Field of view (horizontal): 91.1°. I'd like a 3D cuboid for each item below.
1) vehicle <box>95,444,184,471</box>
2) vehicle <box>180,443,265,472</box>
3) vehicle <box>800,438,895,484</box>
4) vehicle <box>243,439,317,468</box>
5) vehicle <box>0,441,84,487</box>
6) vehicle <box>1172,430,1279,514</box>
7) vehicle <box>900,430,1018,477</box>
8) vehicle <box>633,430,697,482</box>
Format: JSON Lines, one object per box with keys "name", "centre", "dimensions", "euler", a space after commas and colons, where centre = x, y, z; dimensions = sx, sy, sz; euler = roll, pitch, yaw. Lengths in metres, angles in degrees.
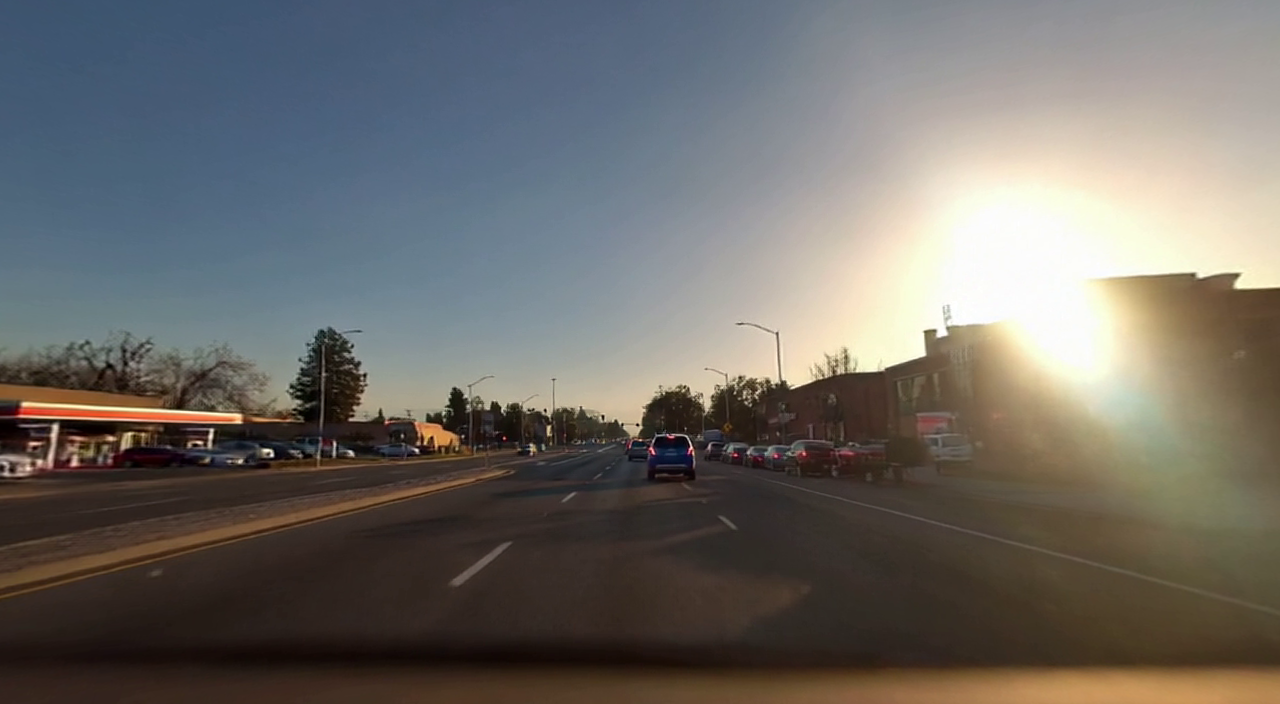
{"name": "vehicle", "centre": [-31.591, 6.645, 39.811], "dimensions": [1.920, 1.446, 4.448], "euler": [-3, -8, 1]}
{"name": "vehicle", "centre": [-26.245, 6.626, 39.686], "dimensions": [1.922, 1.755, 4.511], "euler": [-1, -8, 6]}
{"name": "vehicle", "centre": [7.362, 3.900, 22.848], "dimensions": [1.818, 1.459, 4.806], "euler": [0, -8, 0]}
{"name": "vehicle", "centre": [-25.734, 7.270, 45.107], "dimensions": [2.086, 1.967, 5.297], "euler": [0, -8, 1]}
{"name": "vehicle", "centre": [-25.937, 4.598, 25.909], "dimensions": [2.044, 1.695, 4.619], "euler": [-1, -7, -5]}
{"name": "vehicle", "centre": [14.060, 2.288, 12.689], "dimensions": [4.620, 1.464, 2.102], "euler": [-3, -8, 0]}
{"name": "vehicle", "centre": [12.706, 4.083, 25.425], "dimensions": [2.019, 1.711, 4.862], "euler": [0, -8, -3]}
{"name": "vehicle", "centre": [0.955, 4.122, 25.245], "dimensions": [2.317, 1.857, 5.150], "euler": [0, -8, 1]}
